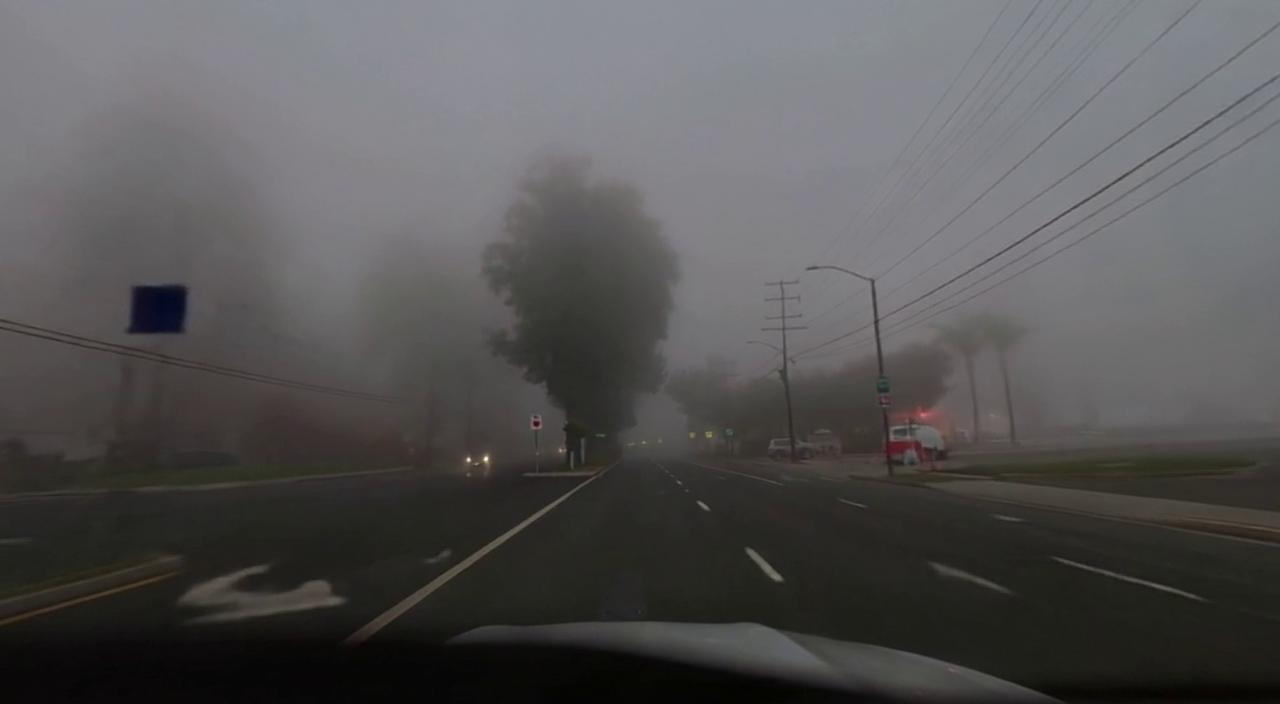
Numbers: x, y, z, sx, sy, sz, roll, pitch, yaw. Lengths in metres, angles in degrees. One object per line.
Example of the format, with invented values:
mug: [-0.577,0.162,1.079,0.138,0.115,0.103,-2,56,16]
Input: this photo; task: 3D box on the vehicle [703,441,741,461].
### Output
vehicle: [6.407,7.825,49.943,2.261,1.479,4.403,0,-9,-2]
